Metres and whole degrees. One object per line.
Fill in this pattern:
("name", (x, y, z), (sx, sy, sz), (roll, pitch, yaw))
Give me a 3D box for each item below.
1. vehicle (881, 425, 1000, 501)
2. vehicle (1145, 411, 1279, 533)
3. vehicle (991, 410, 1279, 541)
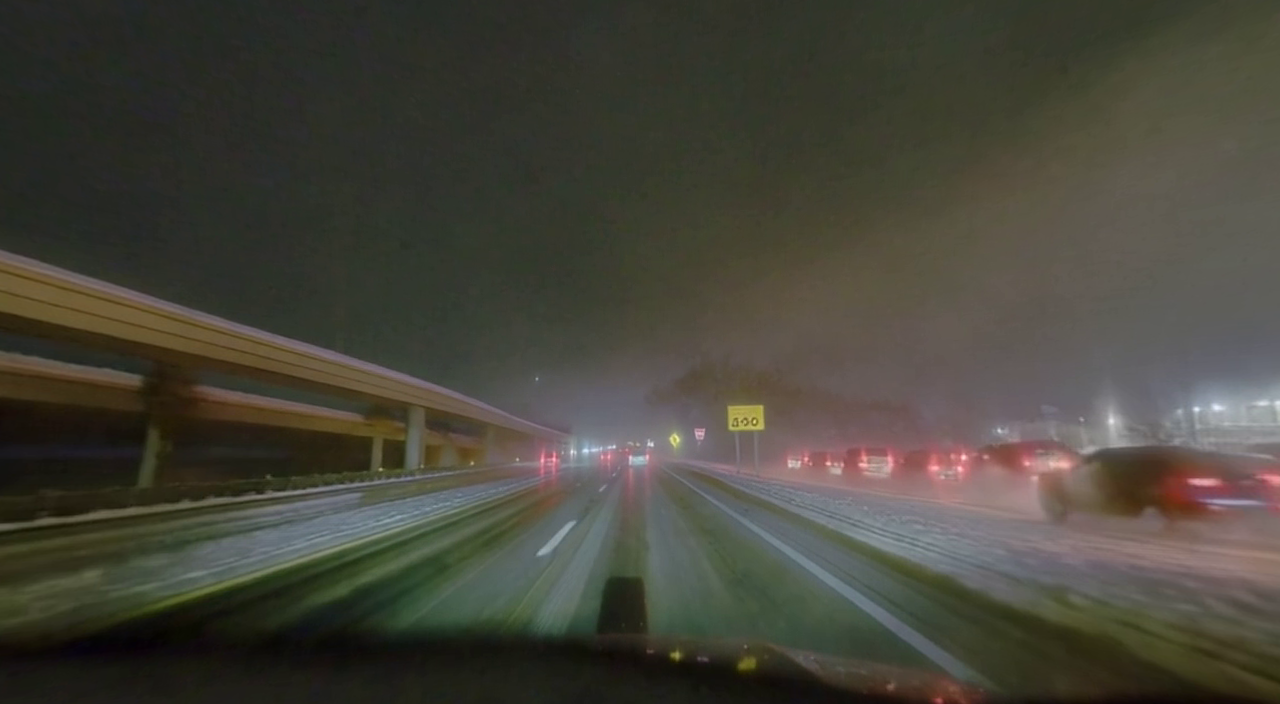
("vehicle", (15.945, 5.922, 34.372), (2.391, 3.553, 8.914), (0, -9, 2))
("vehicle", (18.770, 3.344, 17.650), (2.930, 3.278, 7.511), (0, -9, 0))
("vehicle", (15.983, 3.976, 21.339), (2.752, 3.433, 9.030), (0, -9, -1))
